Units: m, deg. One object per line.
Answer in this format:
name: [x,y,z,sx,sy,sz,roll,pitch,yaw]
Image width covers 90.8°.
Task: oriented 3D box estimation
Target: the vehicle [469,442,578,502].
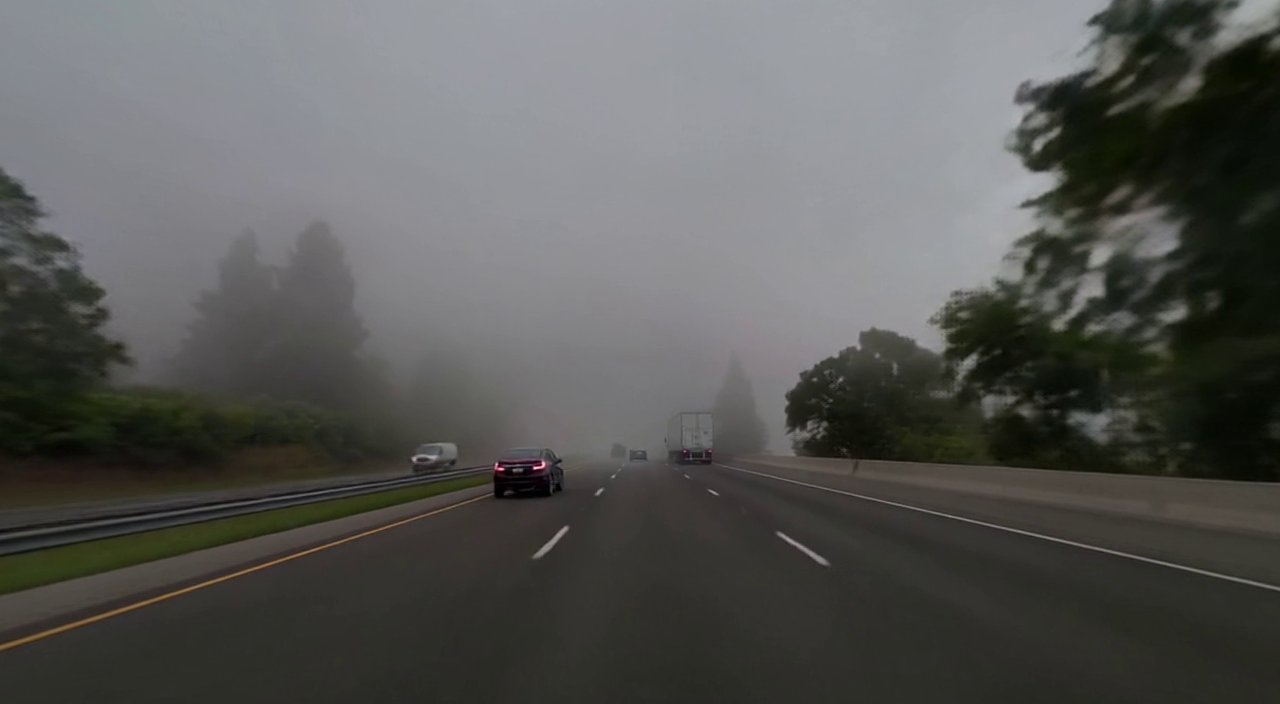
vehicle: [-3.096,3.318,17.838,2.121,1.445,4.651,0,-9,1]
